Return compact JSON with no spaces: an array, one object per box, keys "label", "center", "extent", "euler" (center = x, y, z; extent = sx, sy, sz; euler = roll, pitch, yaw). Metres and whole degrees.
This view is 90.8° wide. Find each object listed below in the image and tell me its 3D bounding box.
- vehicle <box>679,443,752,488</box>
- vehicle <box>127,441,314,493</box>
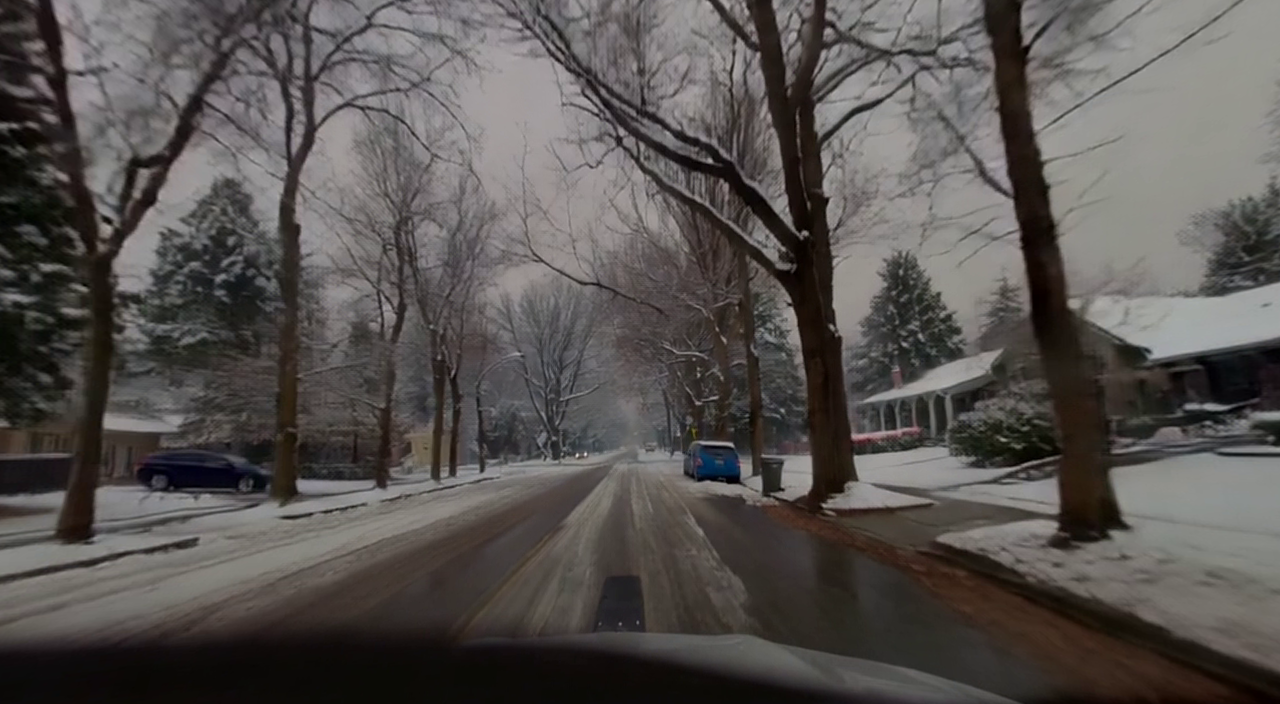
[{"label":"vehicle","center":[2.652,4.092,23.252],"extent":[2.022,1.455,4.406],"euler":[0,-8,-1]},{"label":"vehicle","center":[-16.690,4.558,25.433],"extent":[5.902,1.796,2.183],"euler":[-1,-7,-3]}]
